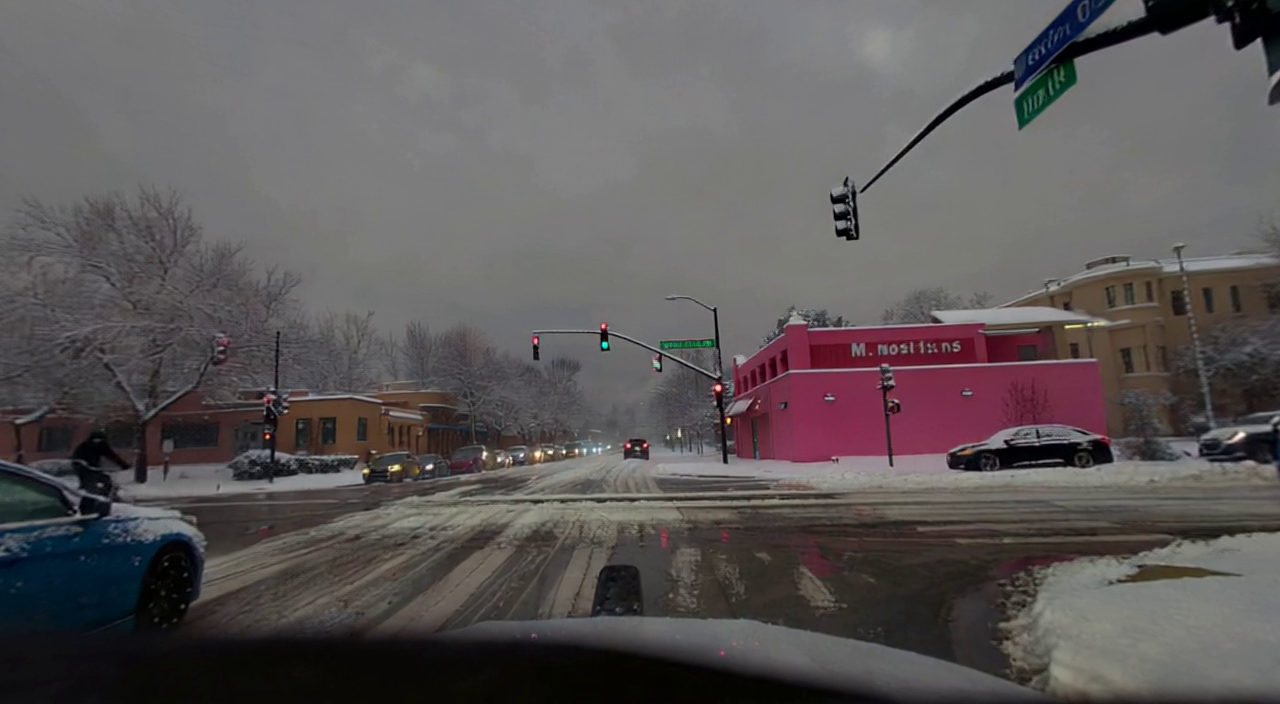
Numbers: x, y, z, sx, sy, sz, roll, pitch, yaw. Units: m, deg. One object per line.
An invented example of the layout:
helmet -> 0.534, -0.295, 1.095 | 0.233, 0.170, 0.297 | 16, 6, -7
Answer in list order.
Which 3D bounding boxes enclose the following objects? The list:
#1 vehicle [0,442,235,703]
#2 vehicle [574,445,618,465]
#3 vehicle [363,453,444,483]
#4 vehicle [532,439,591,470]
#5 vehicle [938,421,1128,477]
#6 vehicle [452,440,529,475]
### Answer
vehicle -> -3.693, 0.970, 2.153 | 1.759, 1.325, 4.295 | 0, -9, 0
vehicle -> -3.023, 7.190, 44.129 | 1.743, 1.362, 4.350 | -2, -9, 14
vehicle -> -12.592, 6.167, 33.852 | 1.976, 1.425, 4.567 | -1, -9, 9
vehicle -> -4.508, 5.979, 36.858 | 1.928, 1.647, 4.575 | -2, -9, 13
vehicle -> 11.566, 2.892, 18.801 | 4.355, 1.546, 1.820 | -1, -9, 6
vehicle -> -8.405, 5.980, 36.032 | 2.152, 1.825, 5.406 | -2, -9, 12
